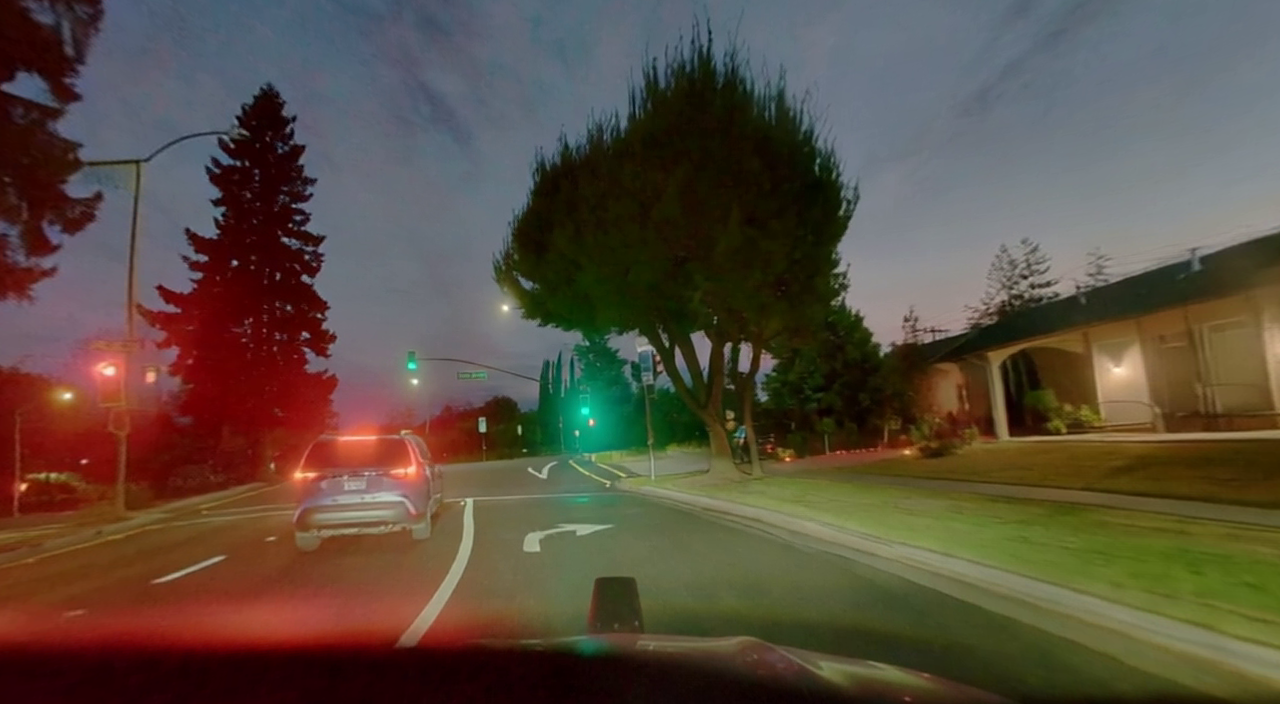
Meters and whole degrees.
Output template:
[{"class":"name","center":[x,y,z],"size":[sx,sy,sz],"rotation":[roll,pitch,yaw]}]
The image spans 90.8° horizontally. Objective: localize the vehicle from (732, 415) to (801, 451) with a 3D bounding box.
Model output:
[{"class":"vehicle","center":[5.664,3.739,28.825],"size":[1.911,1.516,4.251],"rotation":[0,-8,-5]}]

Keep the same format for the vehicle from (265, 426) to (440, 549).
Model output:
[{"class":"vehicle","center":[-4.782,2.245,11.228],"size":[1.990,1.707,4.225],"rotation":[1,-9,-13]}]

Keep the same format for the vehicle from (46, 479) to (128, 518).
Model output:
[{"class":"vehicle","center":[-29.831,7.850,34.235],"size":[1.943,1.677,4.176],"rotation":[3,-9,-21]}]
